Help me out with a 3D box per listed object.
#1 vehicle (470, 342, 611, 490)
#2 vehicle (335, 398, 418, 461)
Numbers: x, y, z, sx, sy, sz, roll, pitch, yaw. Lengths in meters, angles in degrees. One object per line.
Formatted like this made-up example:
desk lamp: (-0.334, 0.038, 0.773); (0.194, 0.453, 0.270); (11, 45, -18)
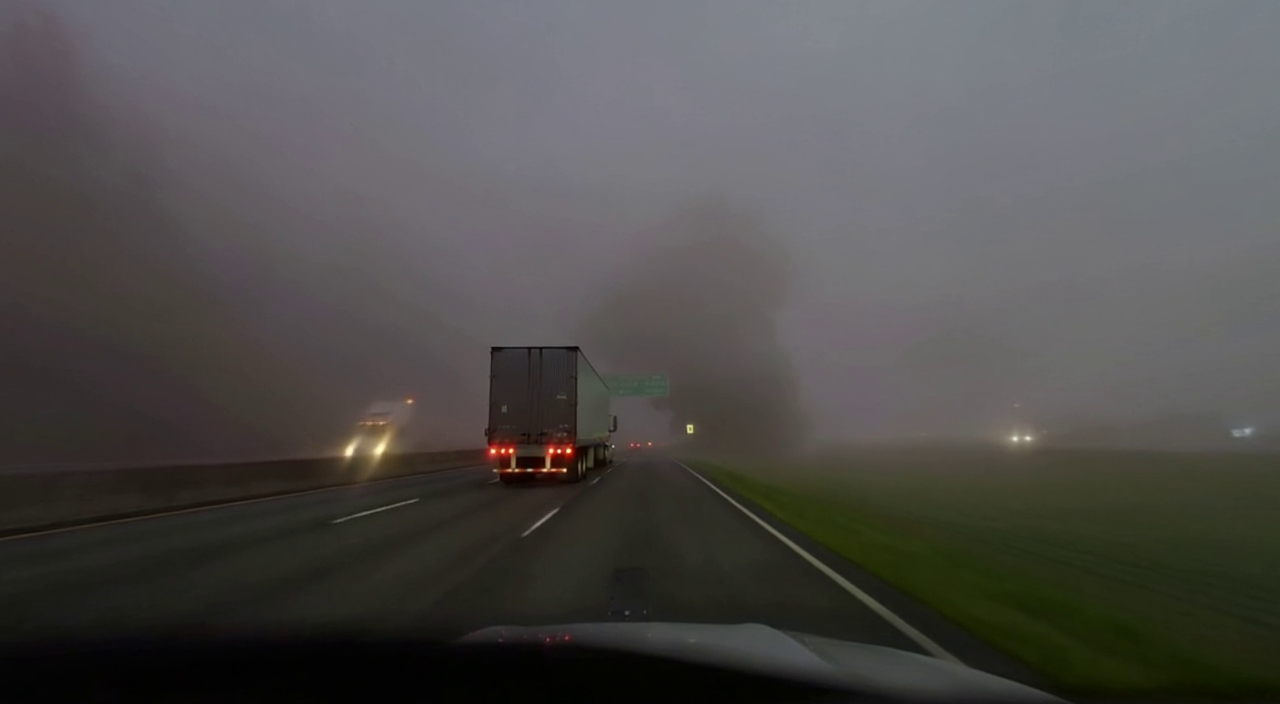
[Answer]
vehicle: (-3.033, 2.771, 24.386); (2.947, 4.051, 14.256); (0, -8, 1)
vehicle: (-17.802, 5.349, 42.951); (2.973, 3.958, 5.603); (0, -8, 1)
